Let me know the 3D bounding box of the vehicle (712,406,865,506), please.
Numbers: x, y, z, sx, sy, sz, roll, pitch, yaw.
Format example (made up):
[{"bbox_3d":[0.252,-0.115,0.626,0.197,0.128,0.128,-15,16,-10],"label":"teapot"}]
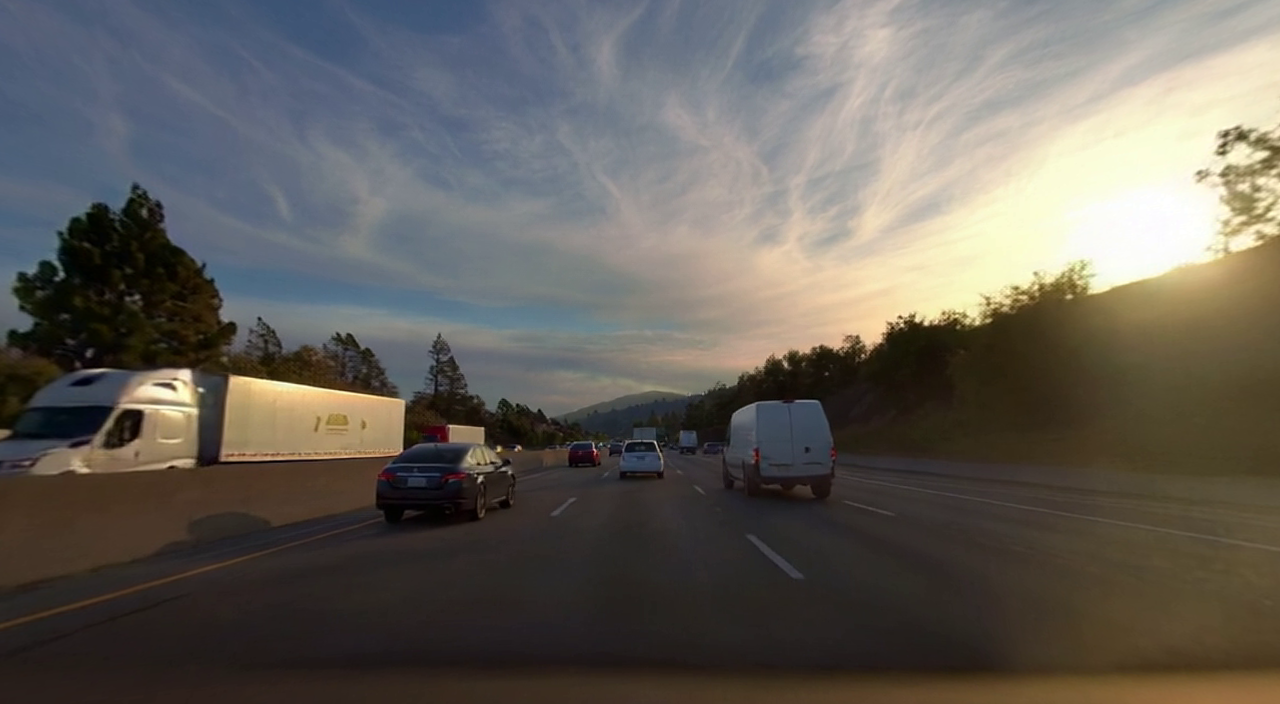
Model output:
[{"bbox_3d":[3.455,2.608,16.119,2.460,2.086,5.576,0,-9,-1],"label":"vehicle"}]

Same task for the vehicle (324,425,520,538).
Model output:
[{"bbox_3d":[-3.548,2.197,11.255,1.956,1.602,4.258,0,-9,0],"label":"vehicle"}]

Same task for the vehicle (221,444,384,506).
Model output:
[{"bbox_3d":[-9.044,3.302,17.416,1.937,1.450,4.569,0,-9,0],"label":"vehicle"}]

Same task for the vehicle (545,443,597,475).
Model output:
[{"bbox_3d":[-3.344,5.277,31.252,2.062,1.459,4.365,0,-9,0],"label":"vehicle"}]

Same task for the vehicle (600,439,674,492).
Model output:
[{"bbox_3d":[-0.101,3.488,19.691,2.053,1.461,3.941,0,-9,0],"label":"vehicle"}]

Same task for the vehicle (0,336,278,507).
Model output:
[{"bbox_3d":[-15.278,2.270,19.244,3.043,4.038,8.794,0,-9,0],"label":"vehicle"}]
